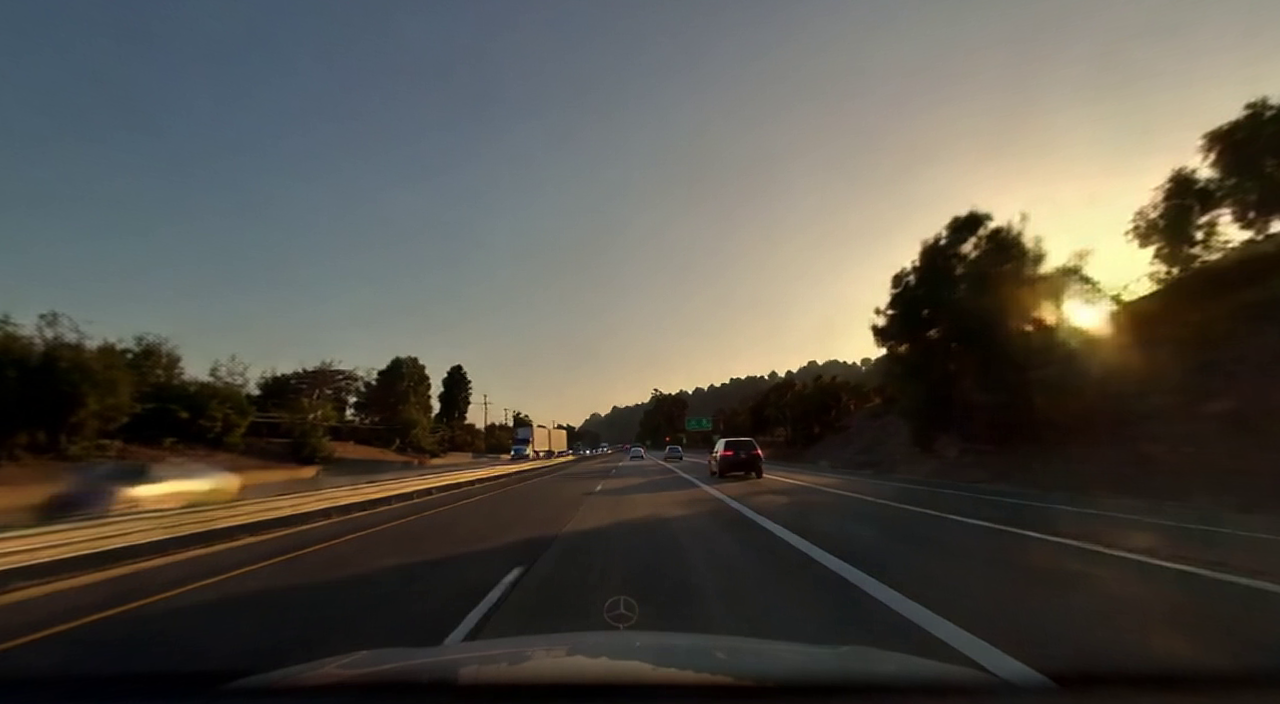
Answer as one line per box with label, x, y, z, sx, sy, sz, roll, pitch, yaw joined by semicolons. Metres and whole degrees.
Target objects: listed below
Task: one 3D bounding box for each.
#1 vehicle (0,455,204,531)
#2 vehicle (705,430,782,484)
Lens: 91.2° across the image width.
vehicle;-12.870;3.307;15.189;1.817;1.546;3.767;0;-9;0
vehicle;4.038;4.227;25.382;2.177;1.914;5.245;0;-9;0
